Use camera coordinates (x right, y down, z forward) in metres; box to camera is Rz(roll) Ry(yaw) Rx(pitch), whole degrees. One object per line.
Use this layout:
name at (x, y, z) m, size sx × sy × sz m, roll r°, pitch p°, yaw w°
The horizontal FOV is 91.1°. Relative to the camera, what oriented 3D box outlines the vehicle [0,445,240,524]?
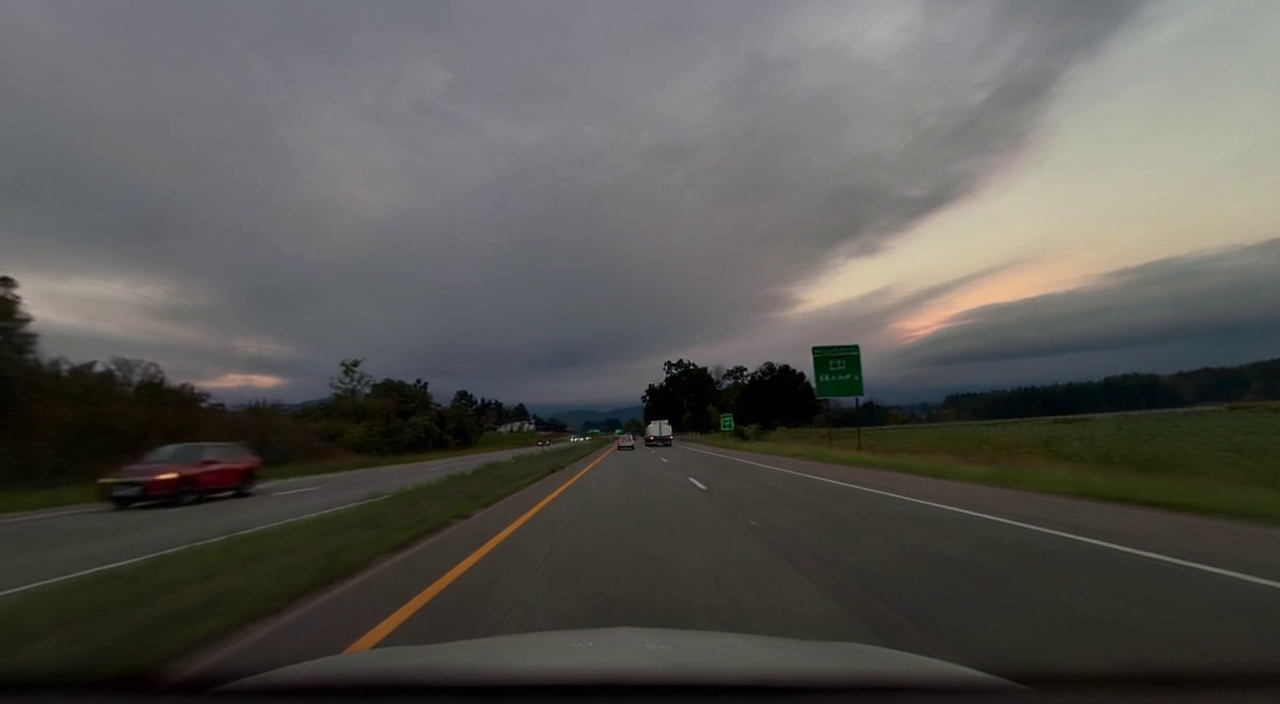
vehicle at (-12.275, 3.095, 15.370) m, size 1.985 × 1.544 × 4.619 m, roll 0°, pitch -8°, yaw -1°
